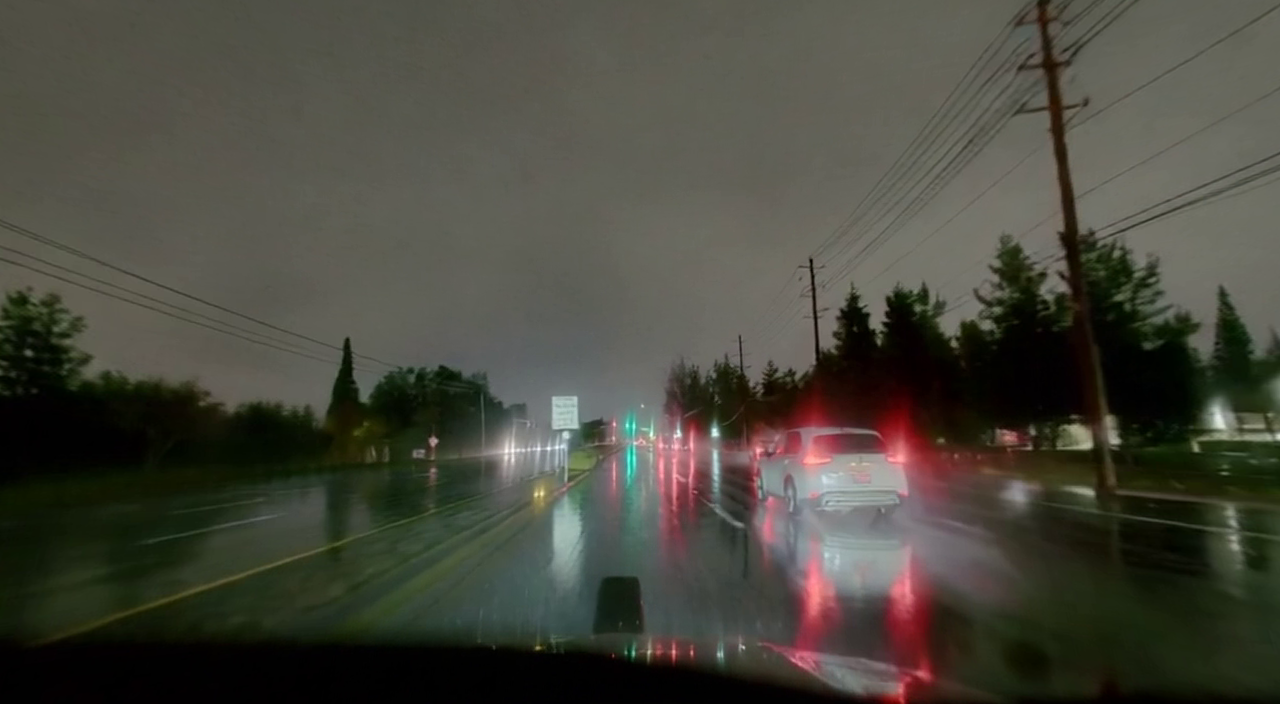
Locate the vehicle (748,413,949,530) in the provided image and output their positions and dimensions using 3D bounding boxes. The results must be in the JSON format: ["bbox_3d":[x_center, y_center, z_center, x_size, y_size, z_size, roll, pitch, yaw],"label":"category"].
[{"bbox_3d":[3.377,2.034,11.222,2.078,1.668,4.078,0,-8,-1],"label":"vehicle"}]
